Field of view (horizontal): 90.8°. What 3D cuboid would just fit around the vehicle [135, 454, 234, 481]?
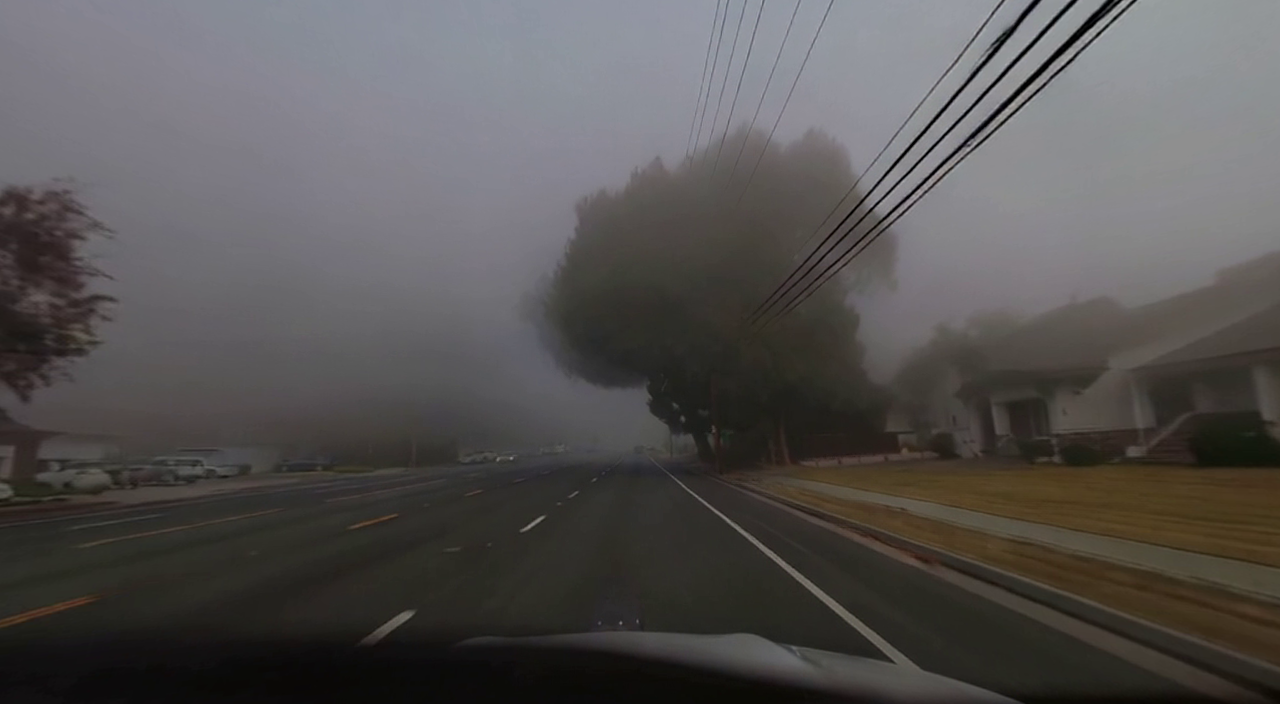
[{"bbox_3d":[-28.452,7.198,39.535,4.599,1.533,2.029,0,-9,2],"label":"vehicle"}]

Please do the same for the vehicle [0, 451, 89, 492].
[{"bbox_3d":[-28.436,5.431,28.888,4.470,1.777,2.000,0,-9,0],"label":"vehicle"}]

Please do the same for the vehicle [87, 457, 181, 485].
[{"bbox_3d":[-29.297,6.873,36.652,3.723,1.479,1.950,-1,-8,1],"label":"vehicle"}]
